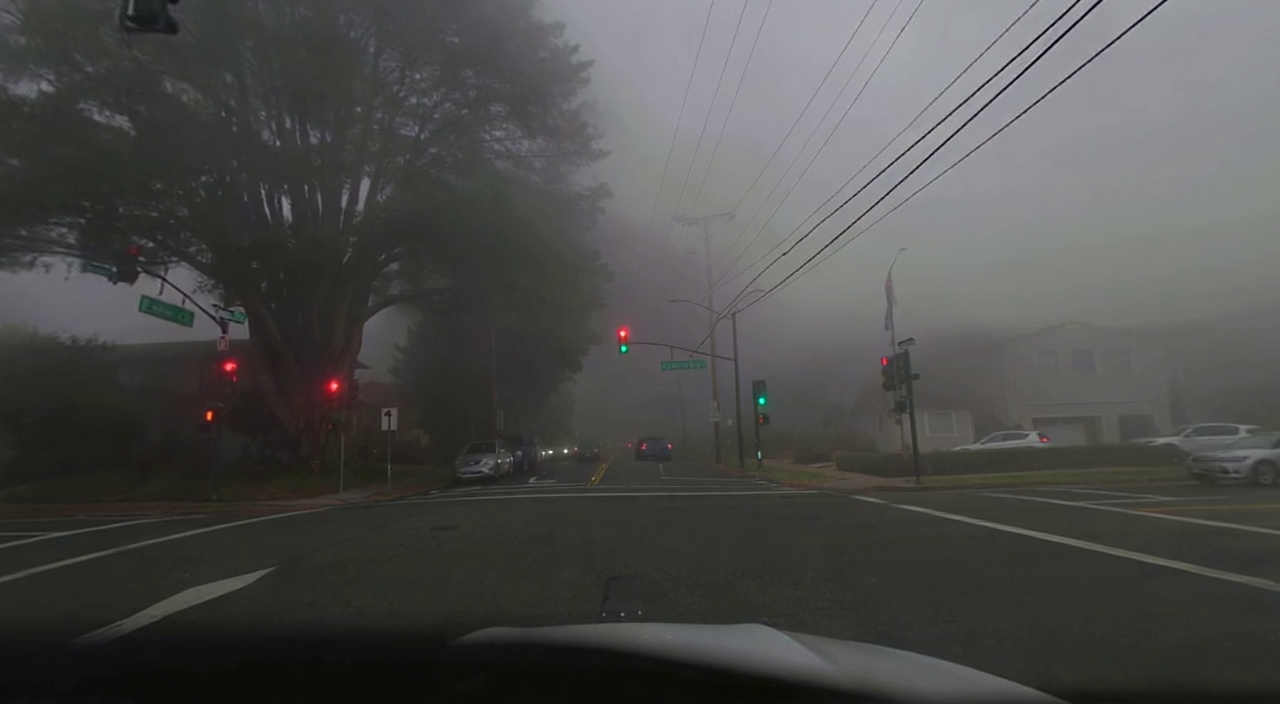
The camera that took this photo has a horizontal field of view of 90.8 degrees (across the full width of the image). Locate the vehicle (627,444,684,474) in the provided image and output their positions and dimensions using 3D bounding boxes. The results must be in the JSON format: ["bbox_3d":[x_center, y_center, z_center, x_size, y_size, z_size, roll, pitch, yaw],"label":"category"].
[{"bbox_3d":[0.761,5.790,34.512,2.056,1.493,4.535,2,-9,-13],"label":"vehicle"}]

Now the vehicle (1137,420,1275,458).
[{"bbox_3d":[33.271,5.153,37.230,5.969,2.149,2.331,0,-9,-4],"label":"vehicle"}]

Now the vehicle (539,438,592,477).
[{"bbox_3d":[-3.650,5.280,31.918,2.120,1.783,4.788,0,-9,0],"label":"vehicle"}]

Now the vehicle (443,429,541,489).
[{"bbox_3d":[-6.500,4.831,28.968,2.896,2.339,7.322,0,-9,-1],"label":"vehicle"}]

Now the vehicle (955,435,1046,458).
[{"bbox_3d":[24.969,6.555,43.833,5.172,1.515,1.851,0,-9,-2],"label":"vehicle"}]
